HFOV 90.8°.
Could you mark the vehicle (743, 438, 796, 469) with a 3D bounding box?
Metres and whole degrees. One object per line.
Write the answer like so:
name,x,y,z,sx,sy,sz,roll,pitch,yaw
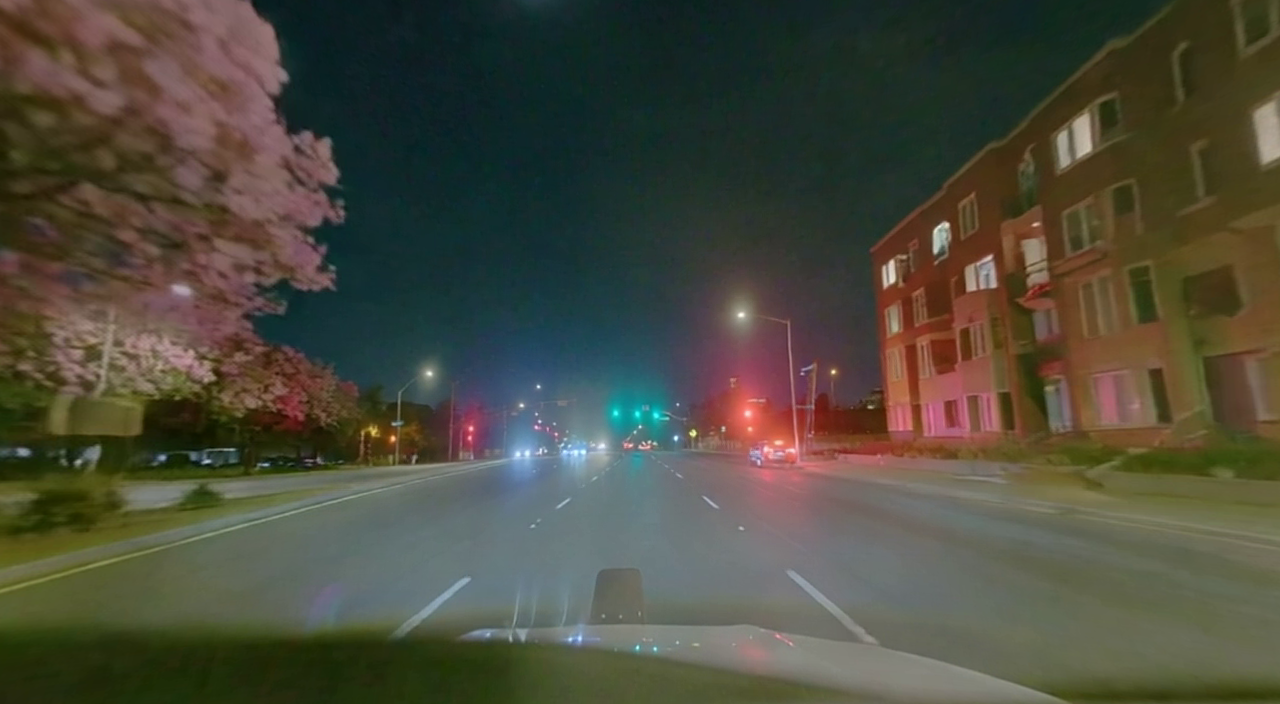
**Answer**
vehicle,7.124,5.616,35.095,1.933,1.580,4.162,0,-9,-2
